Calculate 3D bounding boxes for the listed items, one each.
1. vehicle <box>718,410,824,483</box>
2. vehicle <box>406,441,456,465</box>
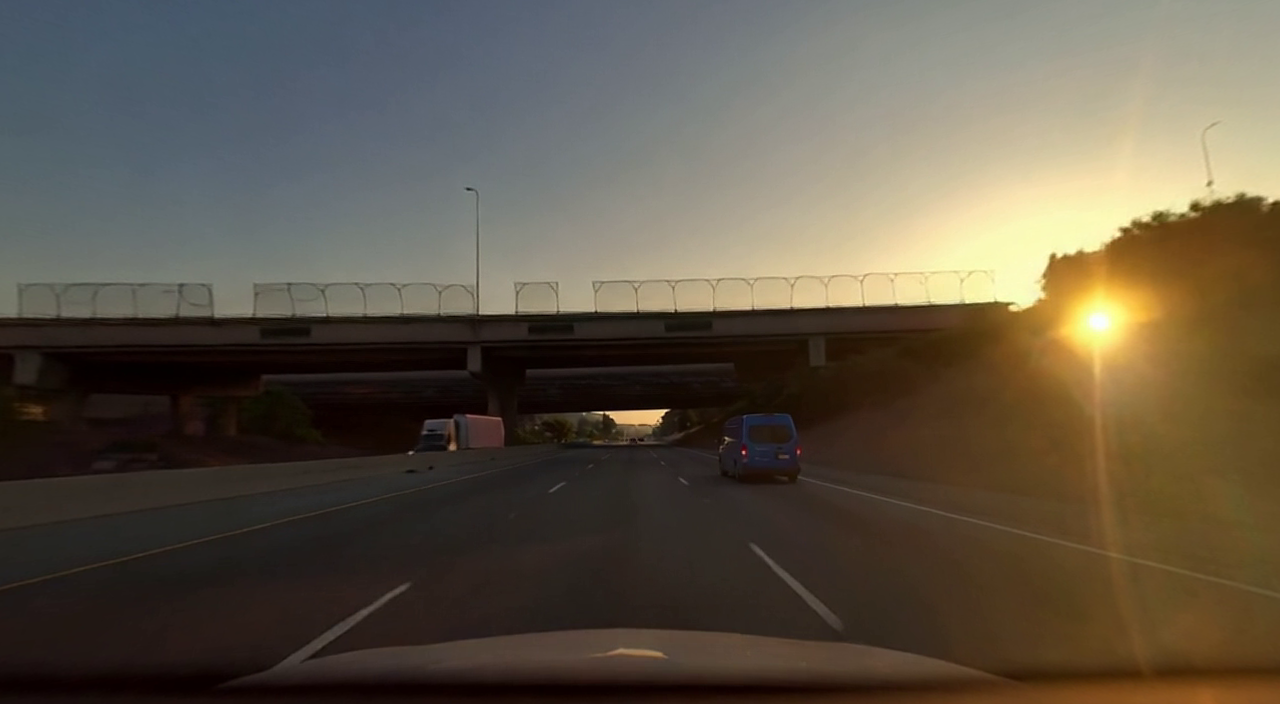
[{"bbox_3d":[3.914,2.933,19.733,2.161,2.002,4.631,0,-8,-2],"label":"vehicle"},{"bbox_3d":[-14.039,6.797,42.589,1.890,1.523,4.262,-1,-8,0],"label":"vehicle"}]
